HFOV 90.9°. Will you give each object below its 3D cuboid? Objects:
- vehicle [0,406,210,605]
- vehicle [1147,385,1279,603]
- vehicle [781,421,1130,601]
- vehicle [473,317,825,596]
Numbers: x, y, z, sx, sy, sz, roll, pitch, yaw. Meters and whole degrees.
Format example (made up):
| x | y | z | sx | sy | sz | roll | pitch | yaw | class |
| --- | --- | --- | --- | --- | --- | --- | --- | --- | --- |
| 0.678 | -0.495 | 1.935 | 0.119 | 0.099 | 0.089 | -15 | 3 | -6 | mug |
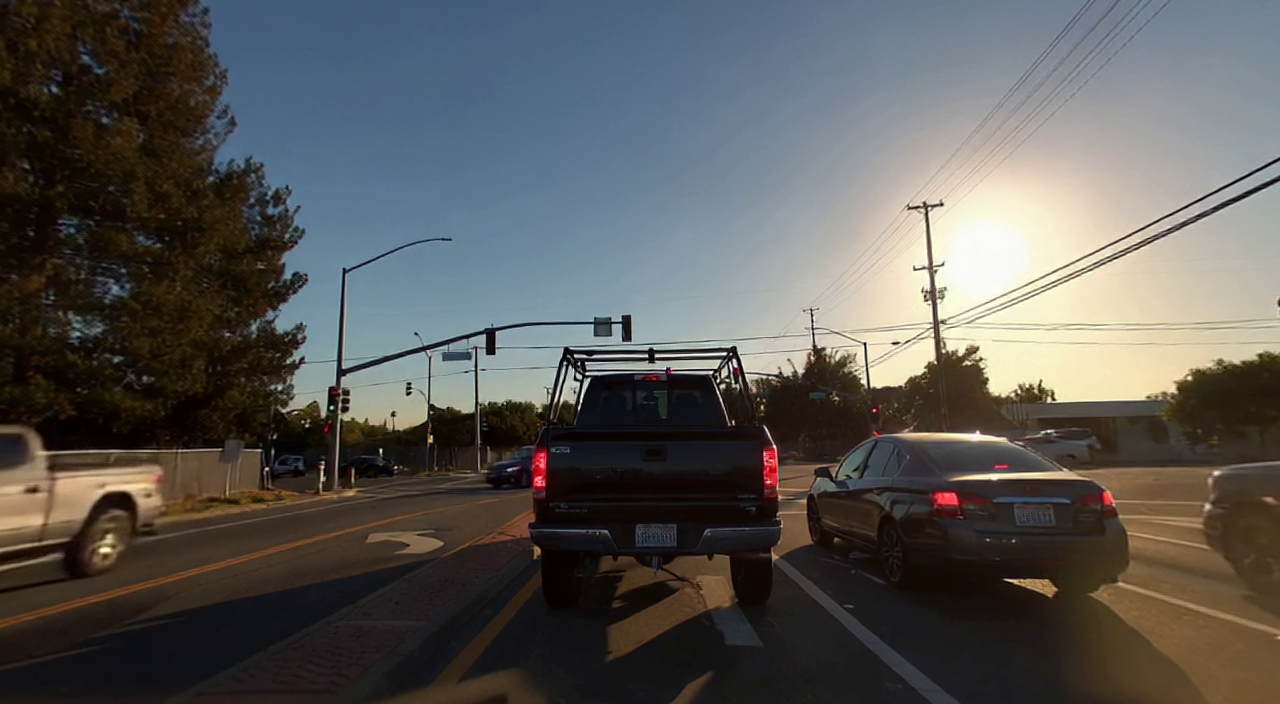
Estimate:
| x | y | z | sx | sy | sz | roll | pitch | yaw | class |
| --- | --- | --- | --- | --- | --- | --- | --- | --- | --- |
| -7.634 | 1.583 | 6.611 | 2.455 | 1.971 | 5.329 | 0 | -8 | 0 | vehicle |
| 6.118 | 1.000 | 4.095 | 1.982 | 1.727 | 4.352 | 0 | -8 | 0 | vehicle |
| 3.105 | 1.639 | 7.379 | 1.993 | 1.495 | 4.060 | 0 | -8 | 0 | vehicle |
| 0.079 | 1.280 | 8.271 | 2.831 | 2.284 | 6.149 | 0 | -8 | 0 | vehicle |
